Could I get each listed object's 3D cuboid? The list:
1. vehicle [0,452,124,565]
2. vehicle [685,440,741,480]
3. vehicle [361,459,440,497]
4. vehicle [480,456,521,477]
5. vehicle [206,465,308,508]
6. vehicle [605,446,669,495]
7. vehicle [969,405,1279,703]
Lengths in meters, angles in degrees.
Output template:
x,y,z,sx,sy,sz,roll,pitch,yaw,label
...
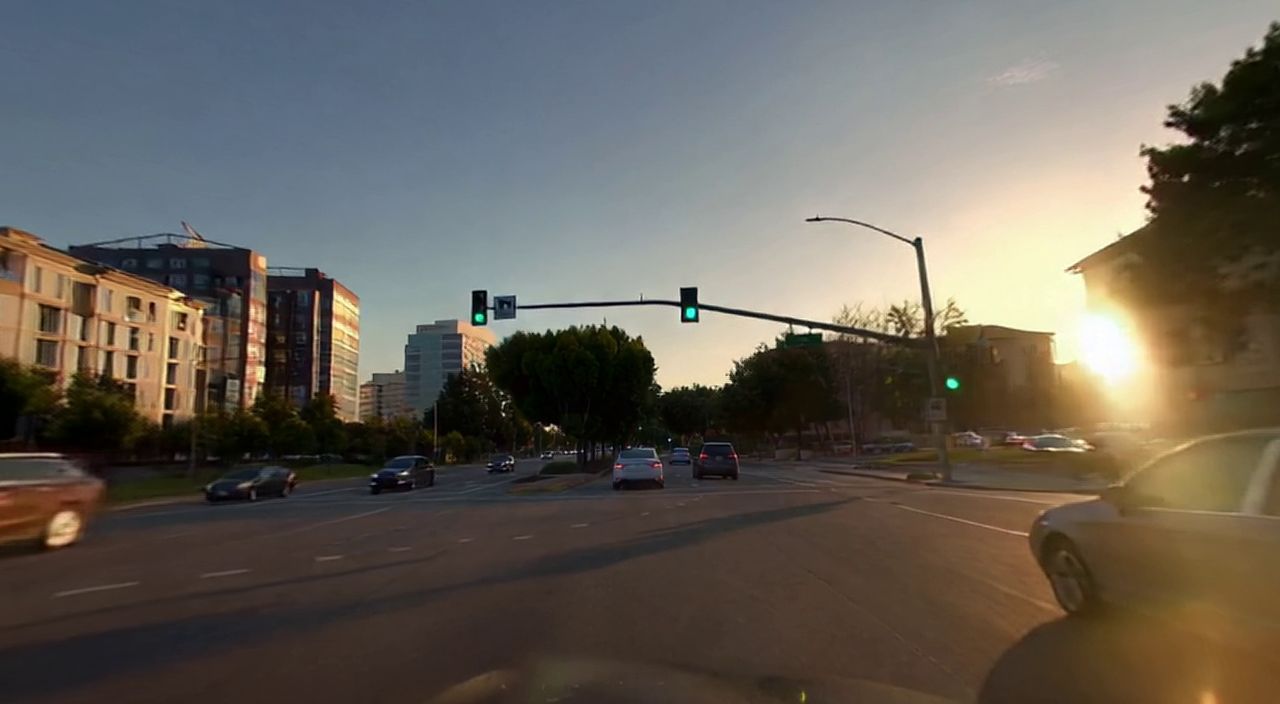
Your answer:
x,y,z,sx,sy,sz,roll,pitch,yaw,label
-11.203,2.494,10.016,2.102,1.758,4.532,-1,-9,1,vehicle
3.506,5.302,31.255,2.107,1.773,4.557,0,-9,-1,vehicle
-10.787,5.676,28.816,1.808,1.512,4.447,0,-9,1,vehicle
-10.844,8.940,49.405,2.043,1.456,4.627,0,-9,1,vehicle
-17.889,6.255,29.793,1.918,1.738,4.589,0,-9,0,vehicle
-0.088,4.064,22.049,2.034,1.500,3.966,0,-9,0,vehicle
3.839,1.022,3.086,2.049,1.473,4.425,0,-9,0,vehicle
